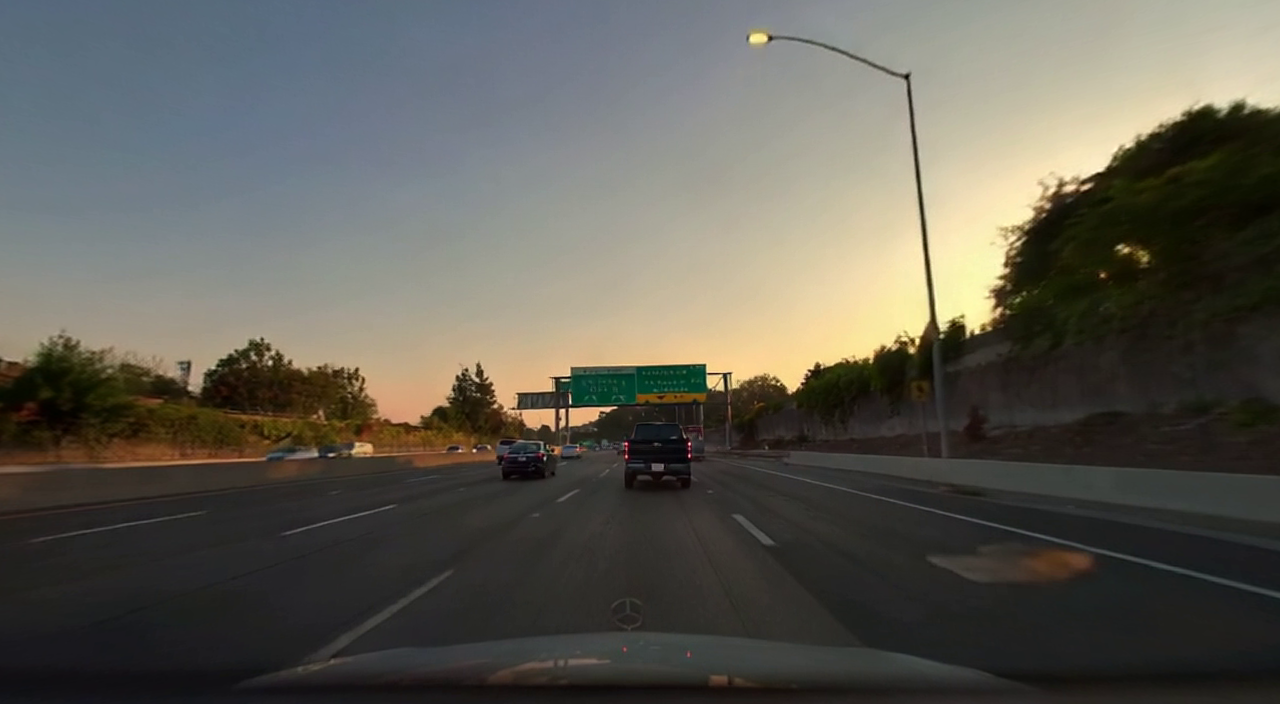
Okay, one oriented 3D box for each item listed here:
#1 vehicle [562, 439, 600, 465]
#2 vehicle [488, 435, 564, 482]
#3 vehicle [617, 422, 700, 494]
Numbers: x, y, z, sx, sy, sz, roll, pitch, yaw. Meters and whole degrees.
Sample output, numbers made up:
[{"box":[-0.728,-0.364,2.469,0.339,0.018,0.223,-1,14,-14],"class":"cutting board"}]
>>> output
[{"box":[-3.851,6.650,42.046,2.061,1.584,4.290,0,-8,1],"class":"vehicle"},{"box":[-4.242,4.051,24.242,1.961,1.591,4.756,0,-8,1],"class":"vehicle"},{"box":[0.480,3.011,18.227,2.083,1.792,4.782,0,-8,1],"class":"vehicle"}]
